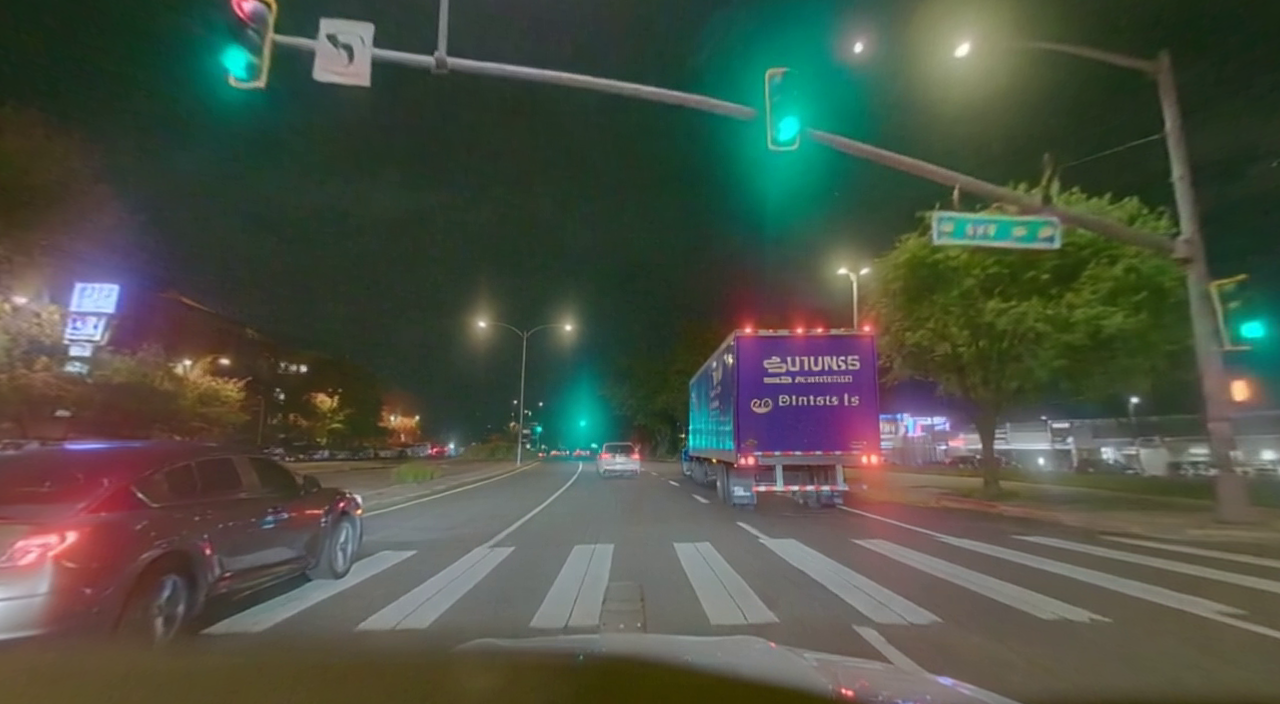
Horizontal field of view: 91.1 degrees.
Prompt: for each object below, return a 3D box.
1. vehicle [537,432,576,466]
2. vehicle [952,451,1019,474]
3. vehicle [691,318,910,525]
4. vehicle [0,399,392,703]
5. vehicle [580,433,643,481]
[{"bbox_3d":[-5.721,6.752,43.742,2.269,2.181,5.787,0,-8,-3],"label":"vehicle"},{"bbox_3d":[24.591,7.843,44.670,4.391,1.492,1.972,4,-10,-28],"label":"vehicle"},{"bbox_3d":[3.151,1.797,15.308,2.905,3.644,8.441,0,-8,-1],"label":"vehicle"},{"bbox_3d":[-3.739,1.289,4.855,1.828,1.515,4.422,0,-8,0],"label":"vehicle"},{"bbox_3d":[-1.226,4.312,26.058,2.388,1.811,4.455,0,-8,-4],"label":"vehicle"}]
